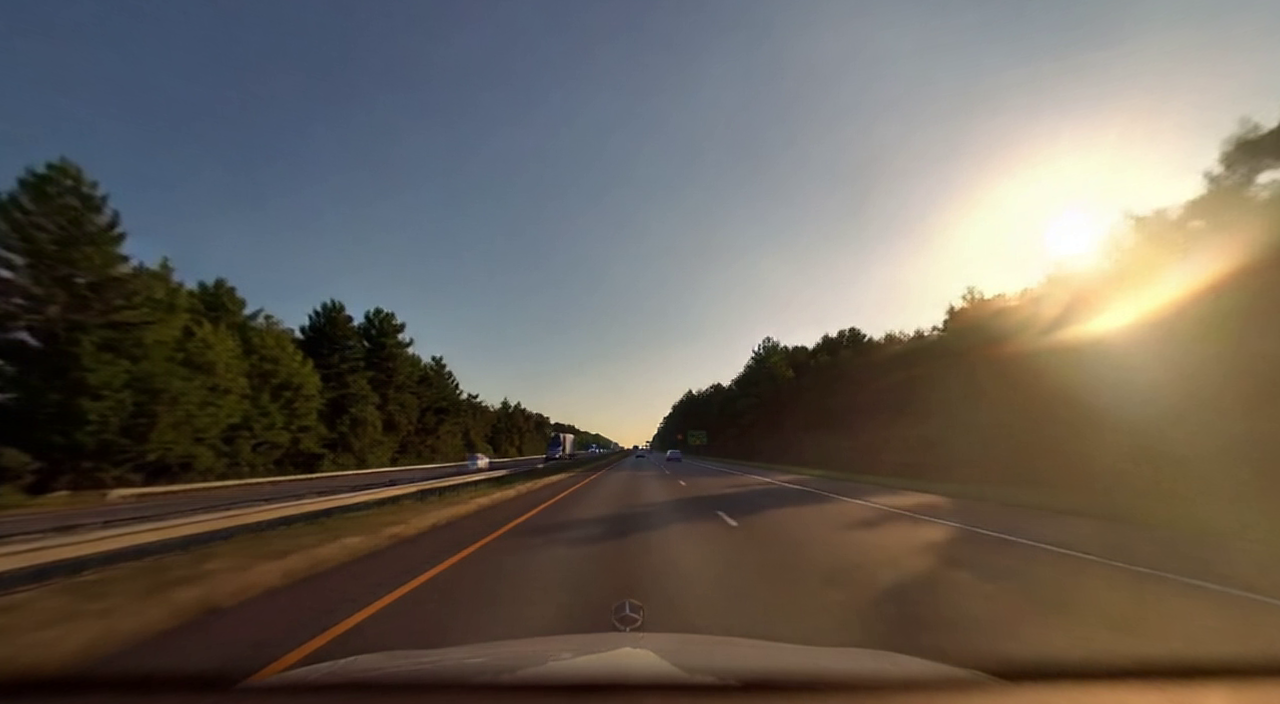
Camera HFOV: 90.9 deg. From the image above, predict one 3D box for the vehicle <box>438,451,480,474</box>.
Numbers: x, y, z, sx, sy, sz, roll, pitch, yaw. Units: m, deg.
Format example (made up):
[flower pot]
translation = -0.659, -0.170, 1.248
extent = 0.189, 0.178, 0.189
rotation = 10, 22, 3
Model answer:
[vehicle]
translation = -13.238, 8.113, 46.337
extent = 1.862, 1.574, 4.185
rotation = 0, -9, 0
